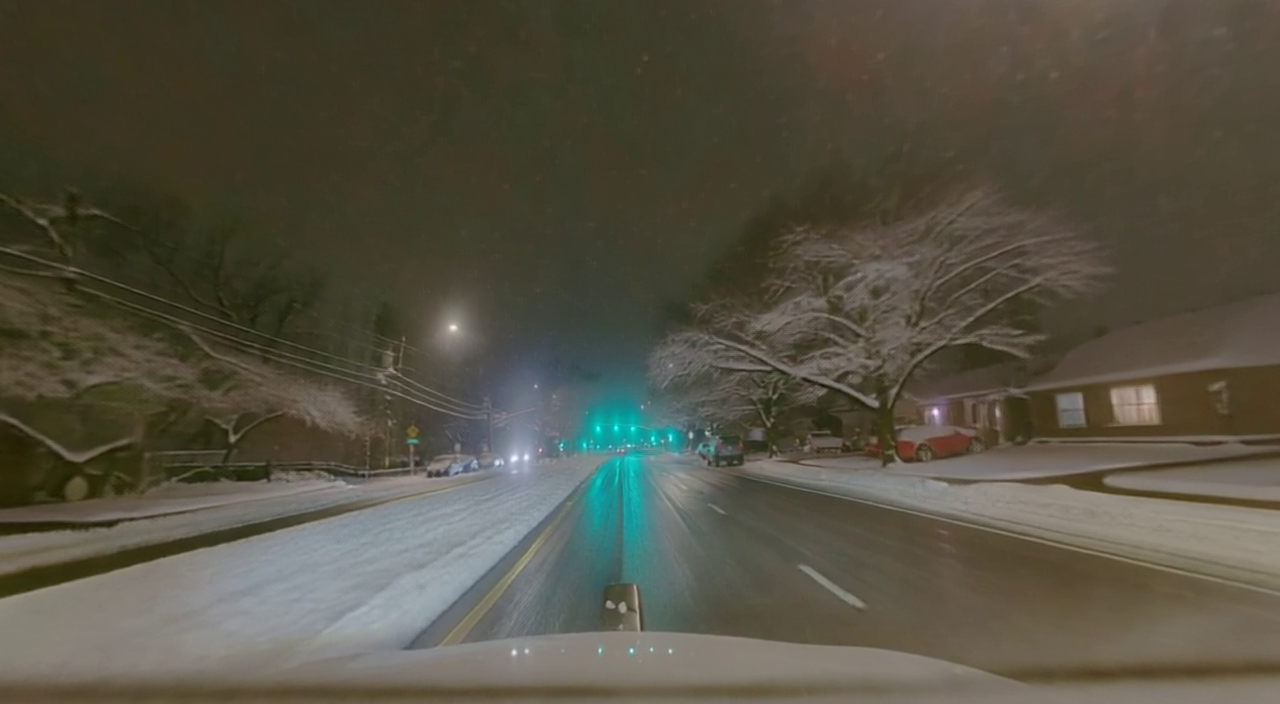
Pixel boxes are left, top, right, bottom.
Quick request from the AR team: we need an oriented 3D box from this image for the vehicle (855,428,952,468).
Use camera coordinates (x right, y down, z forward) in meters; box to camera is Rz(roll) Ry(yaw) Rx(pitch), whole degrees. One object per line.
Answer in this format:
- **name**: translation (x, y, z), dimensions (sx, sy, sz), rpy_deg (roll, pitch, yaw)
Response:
- **vehicle**: translation (10.492, 3.881, 25.618), dimensions (1.847, 1.455, 4.650), rpy_deg (-1, -8, -1)

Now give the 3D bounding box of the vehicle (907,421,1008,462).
- **vehicle**: translation (12.988, 3.718, 26.175), dimensions (1.889, 1.499, 4.218), rpy_deg (-1, -8, -1)

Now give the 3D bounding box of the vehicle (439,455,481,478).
- **vehicle**: translation (-12.620, 8.036, 44.582), dimensions (1.851, 1.459, 4.295), rpy_deg (-1, -8, -2)

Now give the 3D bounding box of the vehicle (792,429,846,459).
- **vehicle**: translation (11.089, 5.737, 39.441), dimensions (2.044, 1.716, 4.637), rpy_deg (-1, -8, 1)
